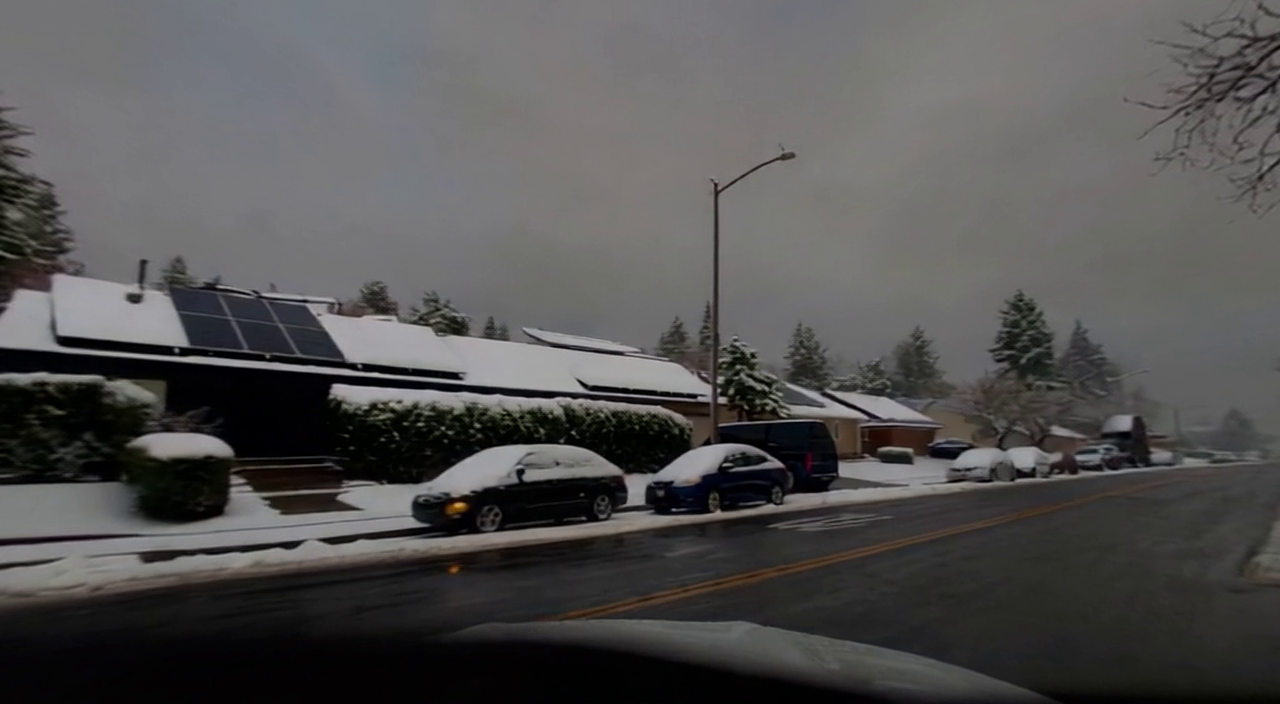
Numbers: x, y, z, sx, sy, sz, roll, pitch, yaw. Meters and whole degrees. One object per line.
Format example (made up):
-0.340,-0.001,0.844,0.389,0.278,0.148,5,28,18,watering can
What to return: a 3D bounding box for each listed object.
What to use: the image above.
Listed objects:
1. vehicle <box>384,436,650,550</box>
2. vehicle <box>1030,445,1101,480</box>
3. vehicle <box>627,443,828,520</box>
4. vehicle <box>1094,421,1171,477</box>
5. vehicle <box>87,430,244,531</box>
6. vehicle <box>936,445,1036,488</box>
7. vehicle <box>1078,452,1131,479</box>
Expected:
-1.860,2.214,10.323,3.838,1.488,1.805,10,-13,-42,vehicle
21.669,5.634,31.988,4.483,1.563,1.818,11,-15,-41,vehicle
2.065,2.755,13.950,4.601,1.406,1.848,7,-13,-42,vehicle
35.497,6.924,45.278,8.004,3.648,2.896,7,-11,-43,vehicle
-8.602,2.170,11.308,1.876,1.476,3.484,7,-10,-41,vehicle
13.493,4.440,24.453,4.676,1.472,1.901,9,-16,-43,vehicle
29.037,7.033,39.324,4.068,1.470,1.921,8,-11,-44,vehicle
